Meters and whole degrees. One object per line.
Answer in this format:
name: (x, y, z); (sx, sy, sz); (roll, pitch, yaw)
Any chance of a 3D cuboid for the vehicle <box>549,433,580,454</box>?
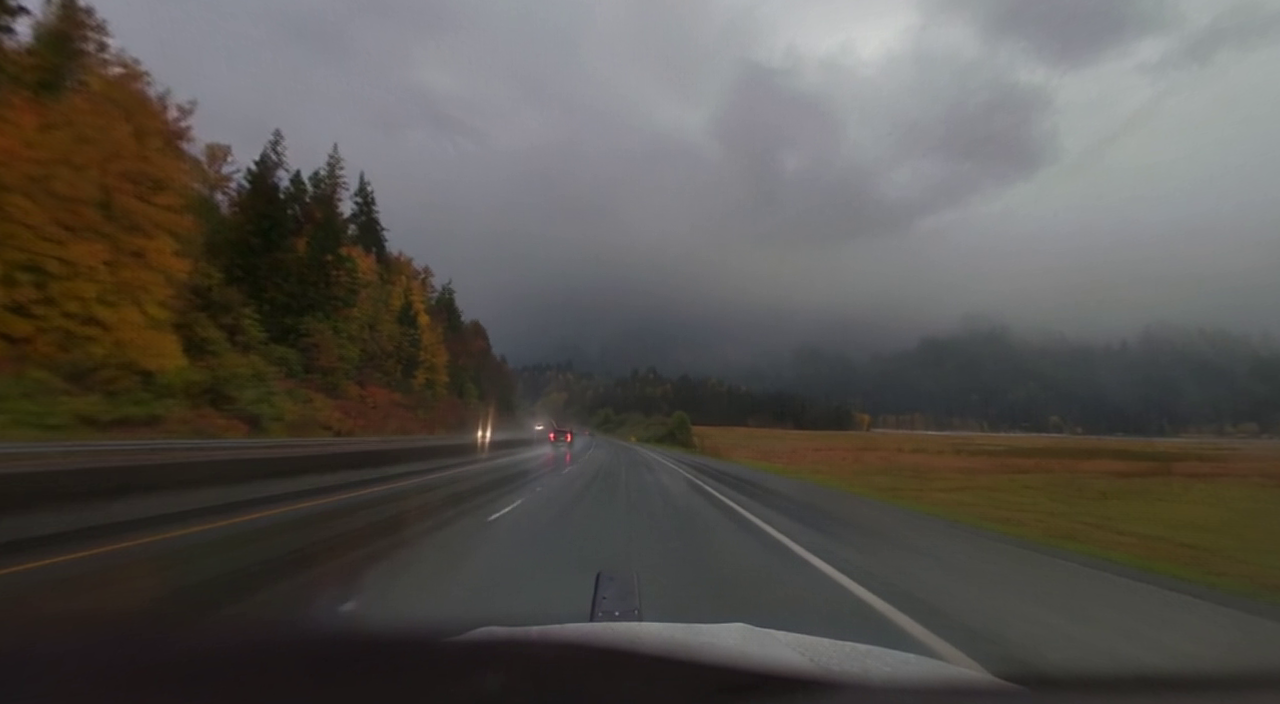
vehicle: (-5.924, 7.257, 49.805); (2.073, 1.559, 4.393); (0, -8, -3)
